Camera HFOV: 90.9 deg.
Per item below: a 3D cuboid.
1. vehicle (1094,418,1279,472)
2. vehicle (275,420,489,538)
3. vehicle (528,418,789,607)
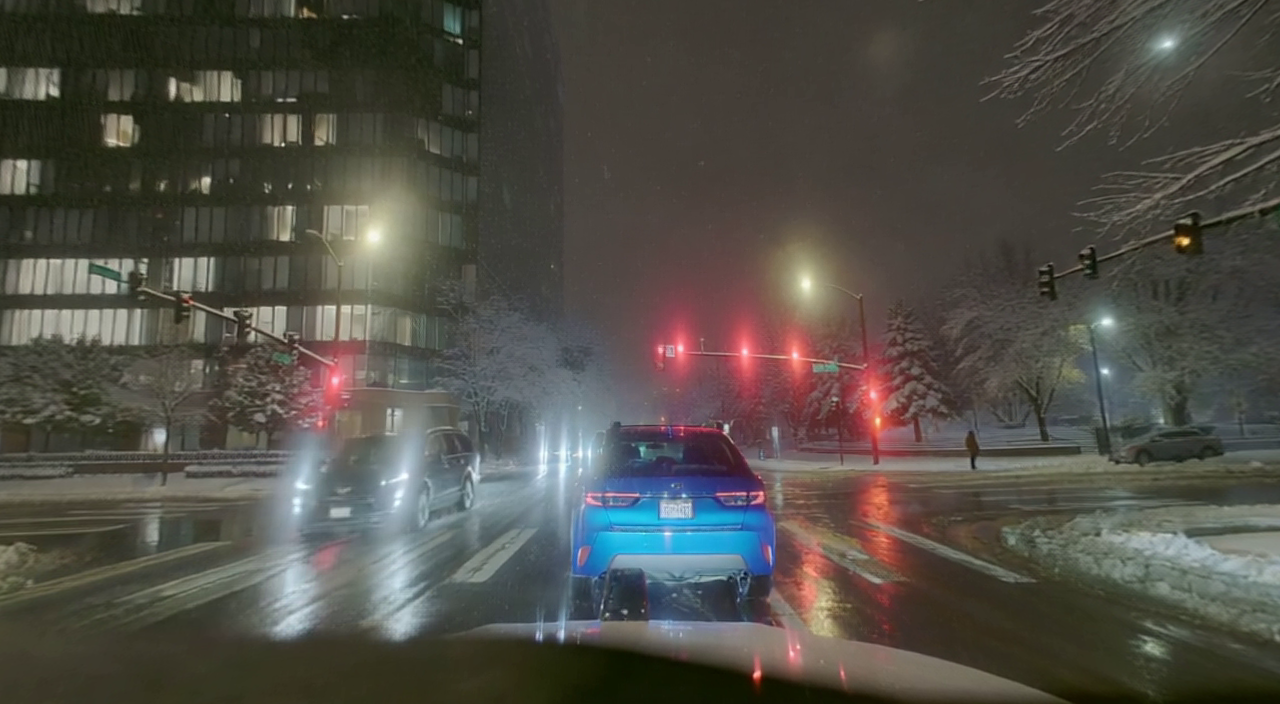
[{"bbox_3d":[19.118,3.269,22.225,4.675,1.772,1.945,0,-8,0],"label":"vehicle"},{"bbox_3d":[-4.461,2.257,11.883,2.006,1.756,4.599,0,-8,1],"label":"vehicle"},{"bbox_3d":[-0.141,1.653,7.485,1.893,1.532,4.145,2,-9,-16],"label":"vehicle"}]
